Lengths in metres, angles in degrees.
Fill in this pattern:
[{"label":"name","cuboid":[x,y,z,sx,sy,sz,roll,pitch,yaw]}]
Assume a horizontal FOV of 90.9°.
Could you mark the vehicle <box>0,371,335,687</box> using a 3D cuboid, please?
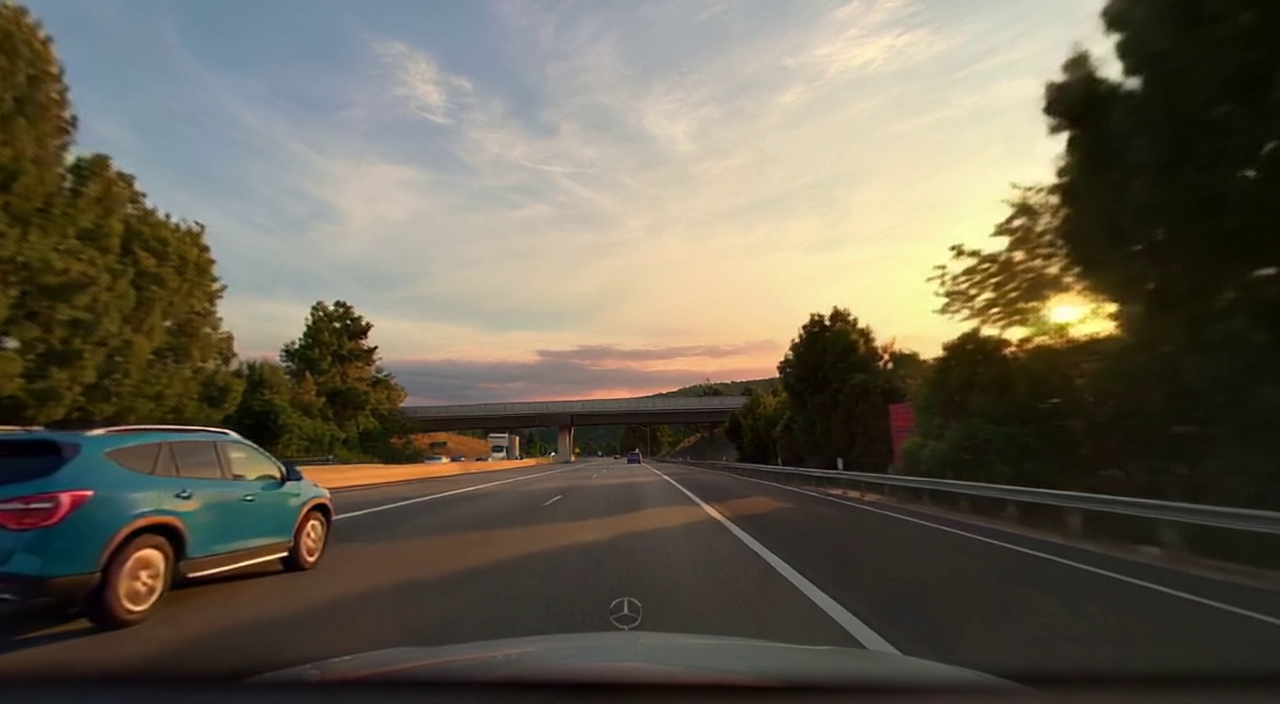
[{"label":"vehicle","cuboid":[-4.699,1.214,4.956,2.221,1.750,4.706,0,-9,0]}]
